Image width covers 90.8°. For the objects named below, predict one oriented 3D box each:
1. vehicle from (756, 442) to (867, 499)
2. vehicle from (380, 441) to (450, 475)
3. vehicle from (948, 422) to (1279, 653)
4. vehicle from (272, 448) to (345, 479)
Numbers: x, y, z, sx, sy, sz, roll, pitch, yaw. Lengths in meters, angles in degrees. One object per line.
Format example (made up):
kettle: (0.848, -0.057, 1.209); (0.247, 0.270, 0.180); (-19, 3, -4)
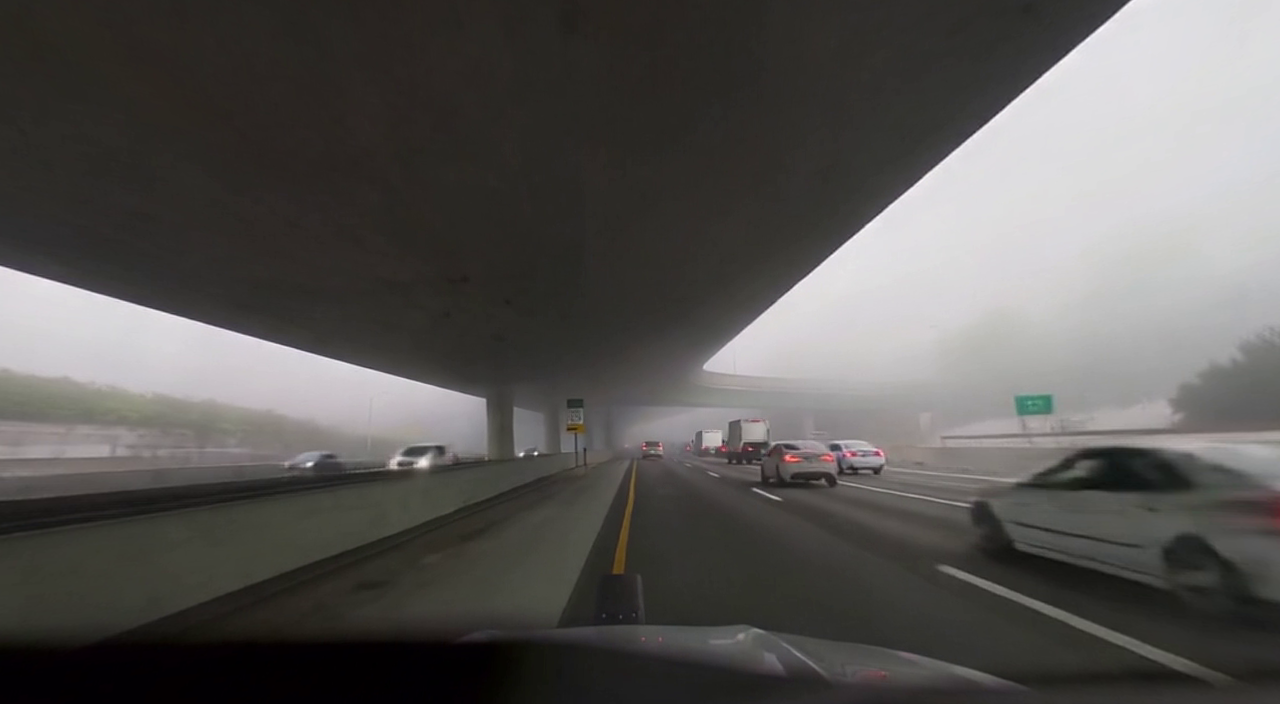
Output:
vehicle: (4.882, 3.414, 18.676); (1.987, 1.448, 4.356); (0, -8, -1)
vehicle: (-11.903, 5.630, 33.751); (2.048, 1.690, 4.515); (0, -8, 1)
vehicle: (5.129, 1.465, 5.866); (1.959, 1.483, 5.135); (0, -8, 0)
vehicle: (-19.667, 6.603, 37.738); (1.910, 1.711, 4.436); (0, -8, 1)
